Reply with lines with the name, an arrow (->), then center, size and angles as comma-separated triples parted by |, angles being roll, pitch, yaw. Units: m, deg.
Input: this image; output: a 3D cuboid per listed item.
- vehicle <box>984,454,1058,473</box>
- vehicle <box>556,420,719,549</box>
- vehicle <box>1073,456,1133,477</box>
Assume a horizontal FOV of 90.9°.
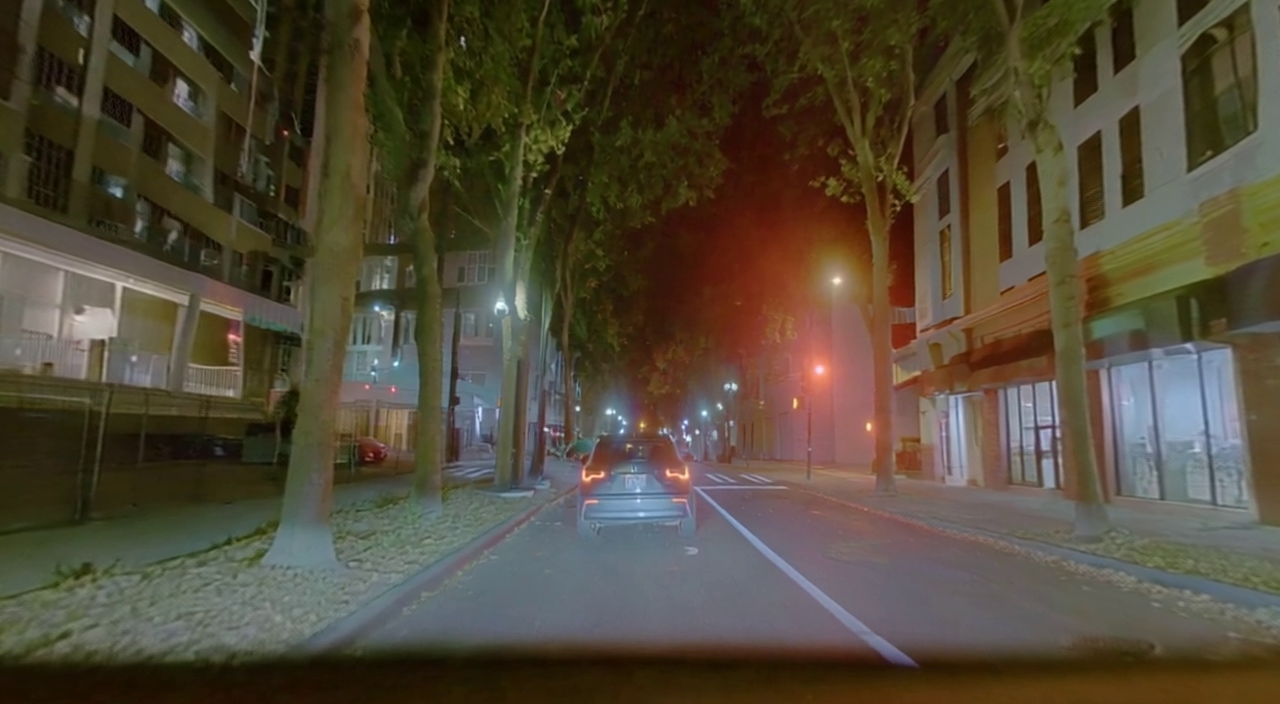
vehicle -> 29.774, 8.696, 49.308 | 4.668, 1.441, 1.904 | 1, -9, -5
vehicle -> -0.072, 1.985, 10.039 | 2.079, 1.621, 3.861 | 0, -9, -1
vehicle -> 36.251, 8.971, 49.404 | 3.445, 1.363, 1.608 | 3, -7, -1
